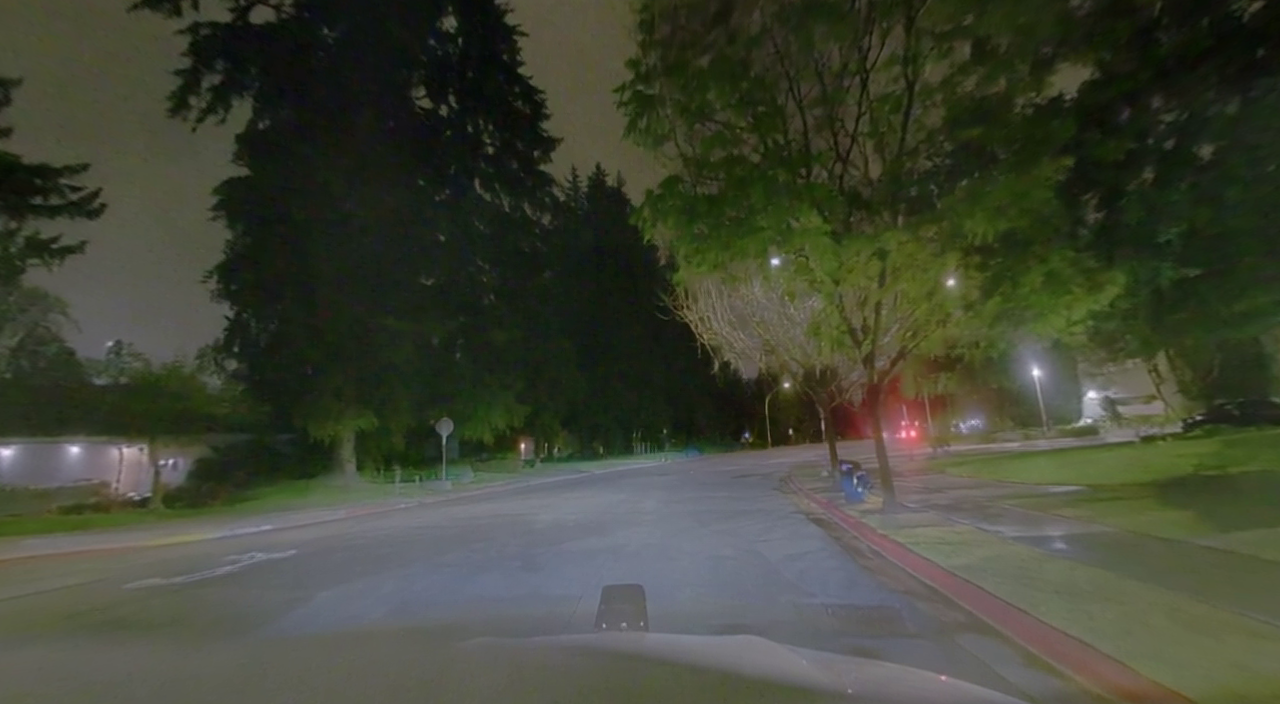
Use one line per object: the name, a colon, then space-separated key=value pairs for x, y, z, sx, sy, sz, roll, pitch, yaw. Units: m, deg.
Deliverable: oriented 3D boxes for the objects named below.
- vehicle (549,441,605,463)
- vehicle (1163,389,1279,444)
vehicle: x=-4.918 y=7.862 z=49.624 sx=4.252 sy=1.681 sz=1.854 roll=1 pitch=-8 yaw=-5
vehicle: x=18.869 y=2.073 z=19.777 sx=1.806 sy=1.481 sz=4.671 roll=-7 pitch=-10 yaw=14
